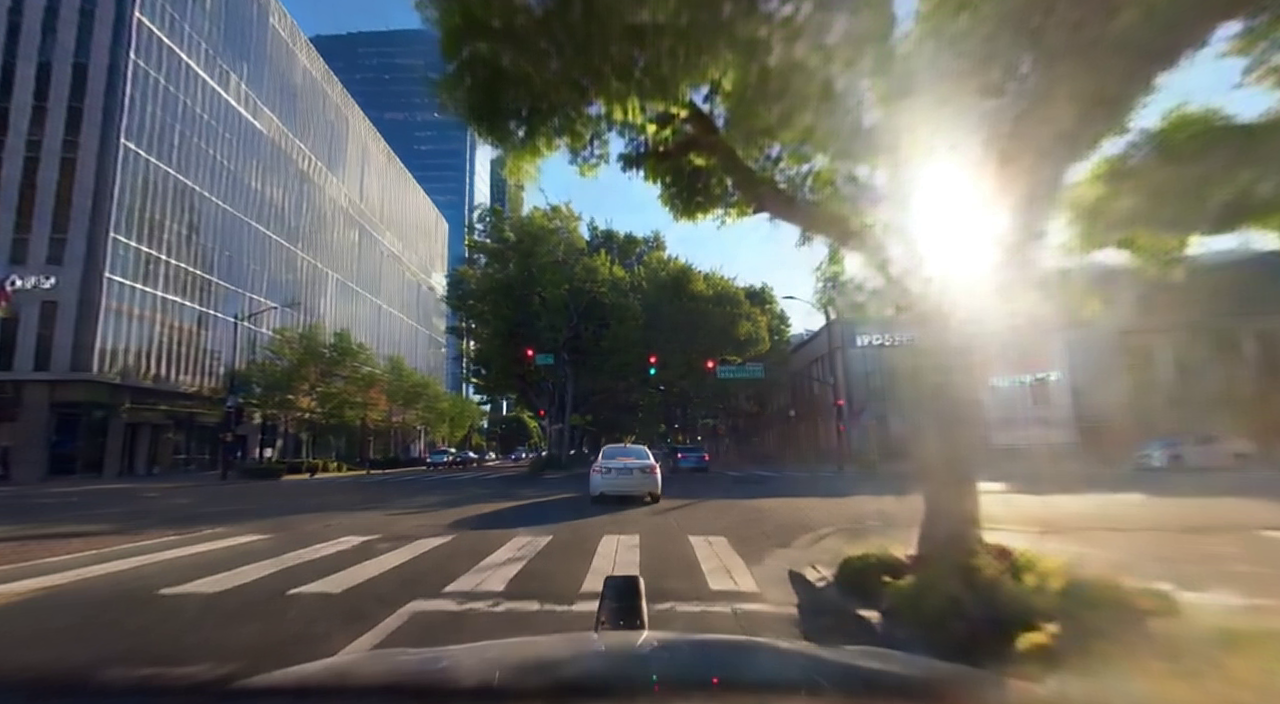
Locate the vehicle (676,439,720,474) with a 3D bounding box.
[{"bbox_3d":[3.240,5.871,35.944,2.078,1.799,4.089,1,-8,-1],"label":"vehicle"}]

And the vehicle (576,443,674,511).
[{"bbox_3d":[-0.374,3.046,15.946,2.144,1.398,3.963,1,-8,-1],"label":"vehicle"}]

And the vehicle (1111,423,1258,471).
[{"bbox_3d":[23.975,4.222,27.962,4.384,2.000,2.345,1,-9,-4],"label":"vehicle"}]

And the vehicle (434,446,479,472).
[{"bbox_3d":[-12.684,7.402,43.992,2.000,1.507,4.286,-3,-8,-2],"label":"vehicle"}]
